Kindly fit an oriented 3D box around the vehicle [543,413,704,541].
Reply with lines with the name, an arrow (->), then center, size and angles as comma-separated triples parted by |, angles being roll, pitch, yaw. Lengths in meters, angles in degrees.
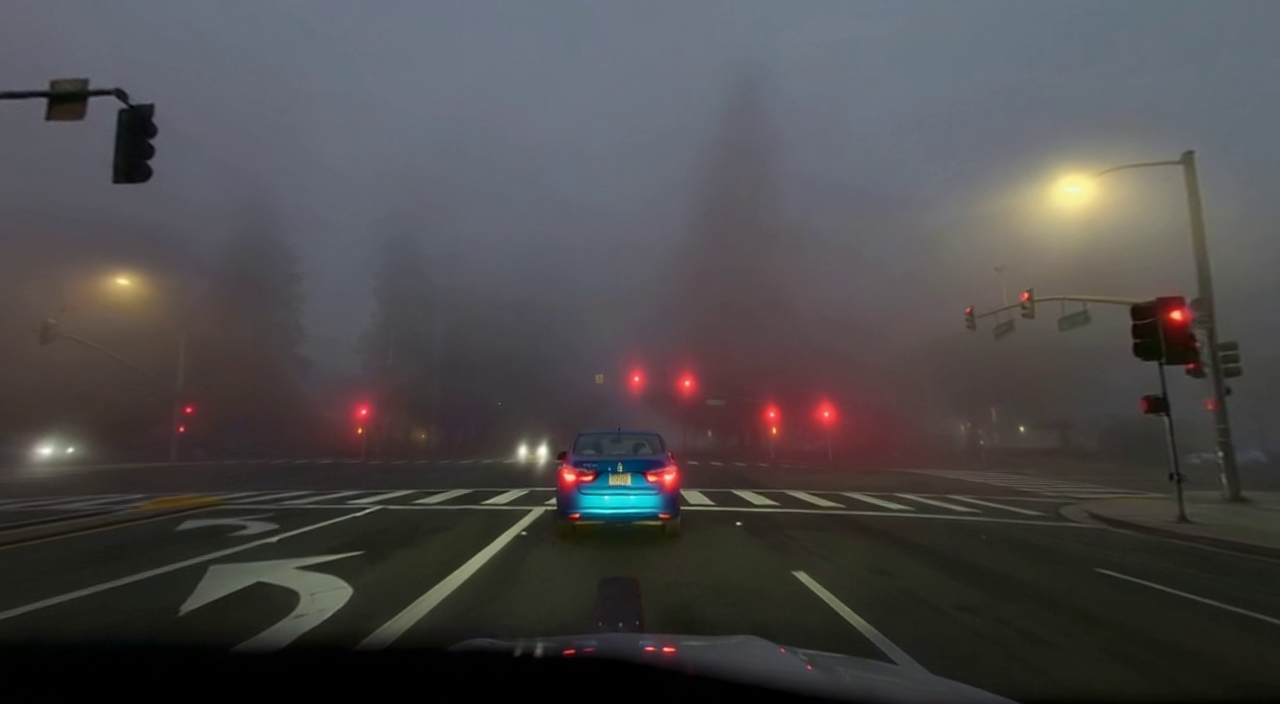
vehicle -> -0.253, 1.898, 10.146 | 2.066, 1.618, 3.922 | 0, -8, -1
